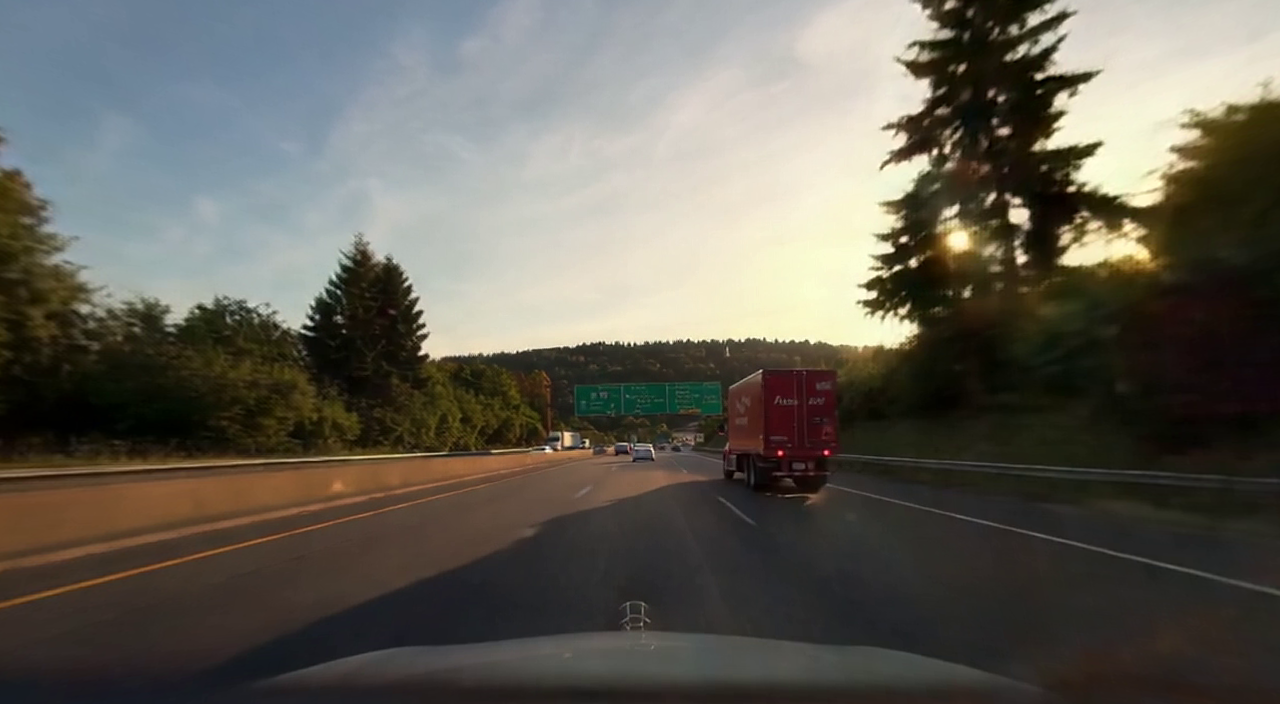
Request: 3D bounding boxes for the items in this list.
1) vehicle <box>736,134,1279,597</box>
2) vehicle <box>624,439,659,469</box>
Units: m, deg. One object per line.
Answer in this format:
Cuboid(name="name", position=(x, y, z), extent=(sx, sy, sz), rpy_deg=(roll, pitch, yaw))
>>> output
Cuboid(name="vehicle", position=(4.464, 1.064, 12.318), extent=(3.011, 4.028, 13.890), rpy_deg=(0, -9, 0))
Cuboid(name="vehicle", position=(0.069, 6.290, 38.948), extent=(2.067, 1.690, 3.901), rpy_deg=(0, -9, 0))
